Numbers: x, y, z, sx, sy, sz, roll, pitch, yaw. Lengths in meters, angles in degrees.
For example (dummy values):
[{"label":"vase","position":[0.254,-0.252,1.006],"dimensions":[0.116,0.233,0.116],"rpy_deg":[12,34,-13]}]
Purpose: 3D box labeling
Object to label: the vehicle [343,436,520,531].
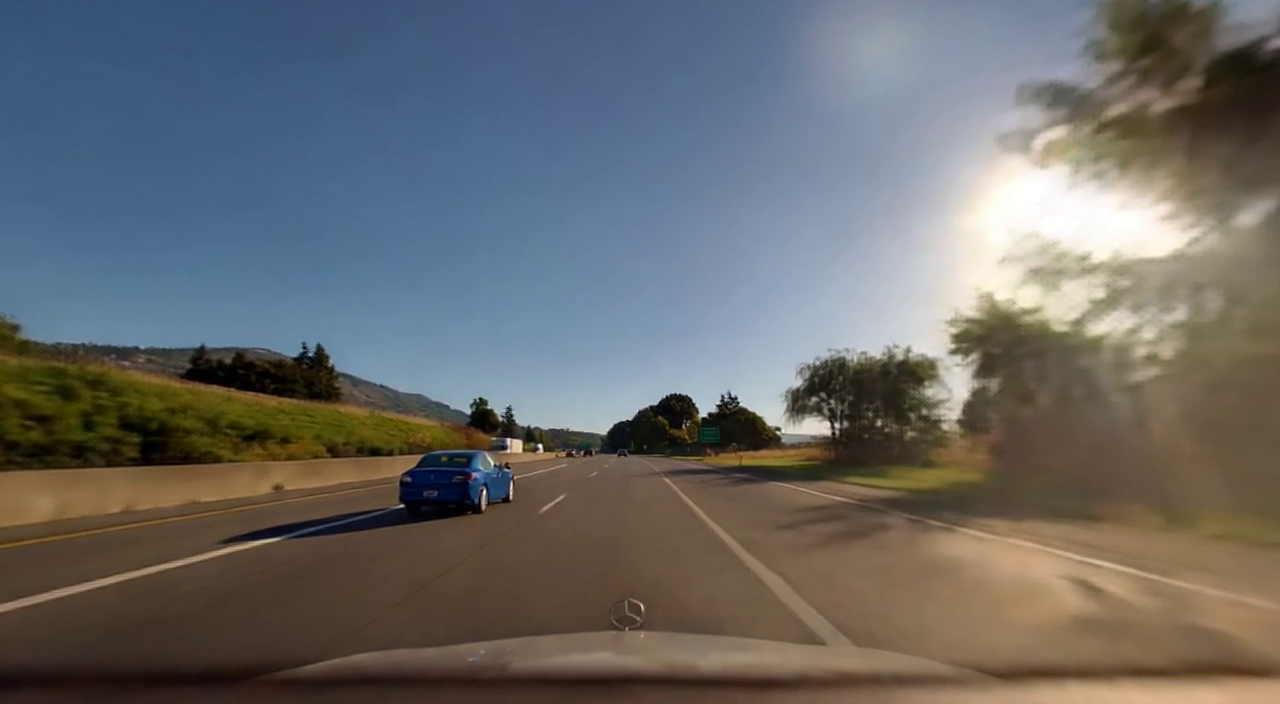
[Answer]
[{"label":"vehicle","position":[-3.784,2.450,12.309],"dimensions":[2.121,1.537,3.852],"rpy_deg":[0,-9,0]}]
